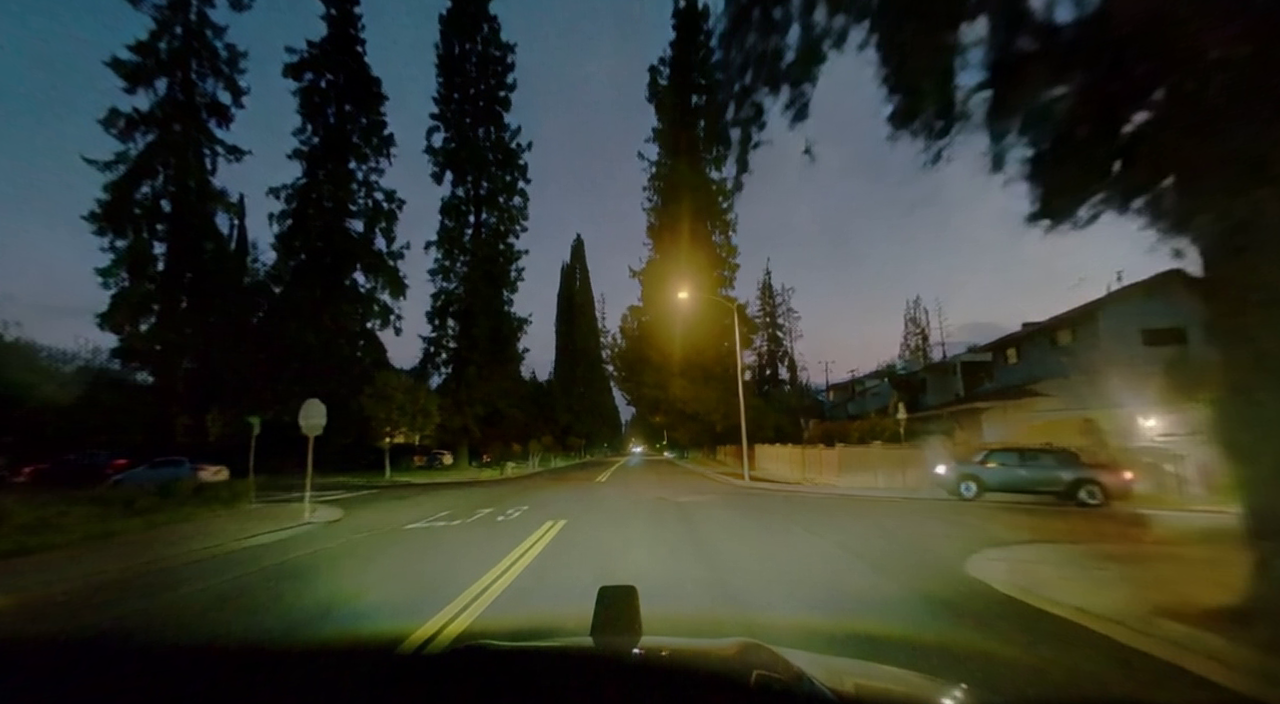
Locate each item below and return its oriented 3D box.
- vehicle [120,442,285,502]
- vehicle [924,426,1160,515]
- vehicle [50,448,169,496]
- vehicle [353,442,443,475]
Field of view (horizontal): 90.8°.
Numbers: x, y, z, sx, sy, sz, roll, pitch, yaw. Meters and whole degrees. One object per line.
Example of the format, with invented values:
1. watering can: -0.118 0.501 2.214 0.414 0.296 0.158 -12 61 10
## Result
1. vehicle: -15.747 4.206 22.648 6.072 1.882 2.277 -5 -9 29
2. vehicle: 10.589 3.217 17.094 4.854 1.771 2.123 -12 -12 28
3. vehicle: -21.643 4.846 25.739 4.507 1.774 1.923 -5 -9 26
4. vehicle: -14.728 6.483 38.736 2.066 1.852 4.782 -6 -10 34
